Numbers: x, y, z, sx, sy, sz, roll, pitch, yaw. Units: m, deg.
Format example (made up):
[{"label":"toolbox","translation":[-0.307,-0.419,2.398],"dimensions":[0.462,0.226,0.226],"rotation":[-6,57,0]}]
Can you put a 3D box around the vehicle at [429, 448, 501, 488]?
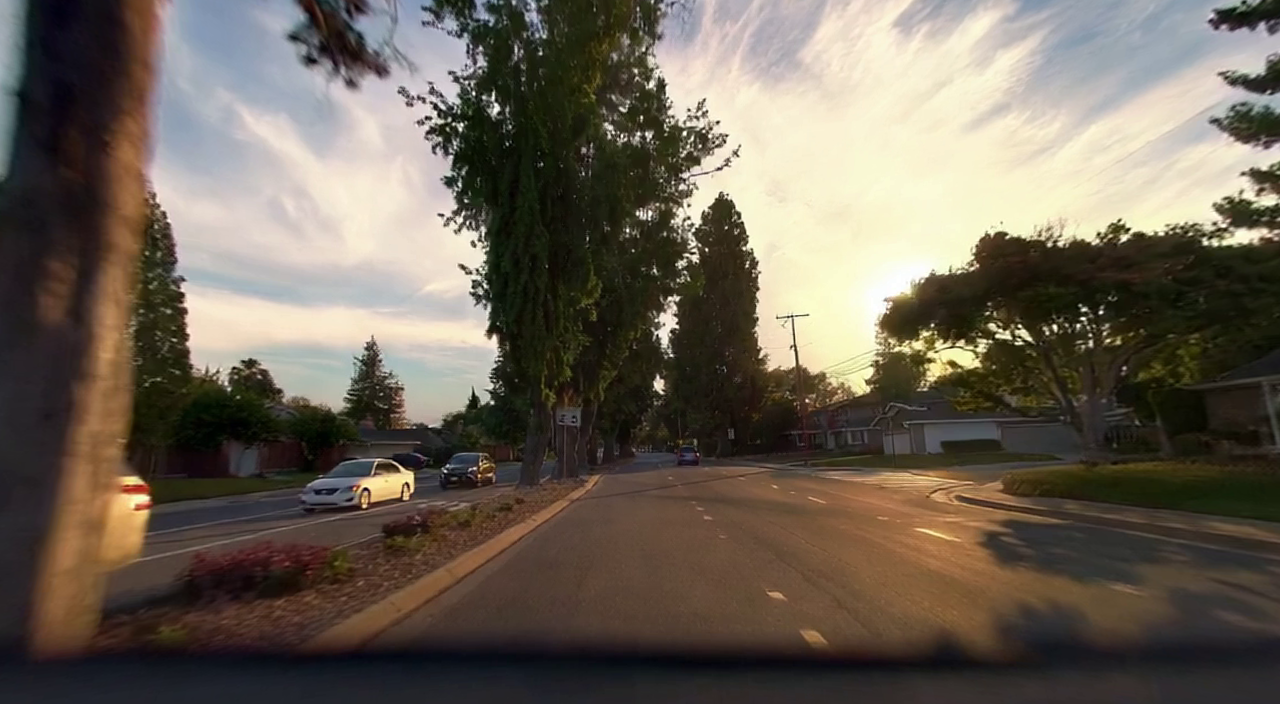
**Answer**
[{"label":"vehicle","translation":[-8.269,5.496,30.283],"dimensions":[2.054,1.746,4.507],"rotation":[0,-9,1]}]

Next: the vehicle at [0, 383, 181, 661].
[{"label":"vehicle","translation":[-5.274,1.001,3.359],"dimensions":[2.084,1.816,4.672],"rotation":[0,-9,0]}]

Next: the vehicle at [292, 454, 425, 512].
[{"label":"vehicle","translation":[-8.316,3.875,19.181],"dimensions":[1.939,1.469,4.465],"rotation":[0,-9,1]}]
